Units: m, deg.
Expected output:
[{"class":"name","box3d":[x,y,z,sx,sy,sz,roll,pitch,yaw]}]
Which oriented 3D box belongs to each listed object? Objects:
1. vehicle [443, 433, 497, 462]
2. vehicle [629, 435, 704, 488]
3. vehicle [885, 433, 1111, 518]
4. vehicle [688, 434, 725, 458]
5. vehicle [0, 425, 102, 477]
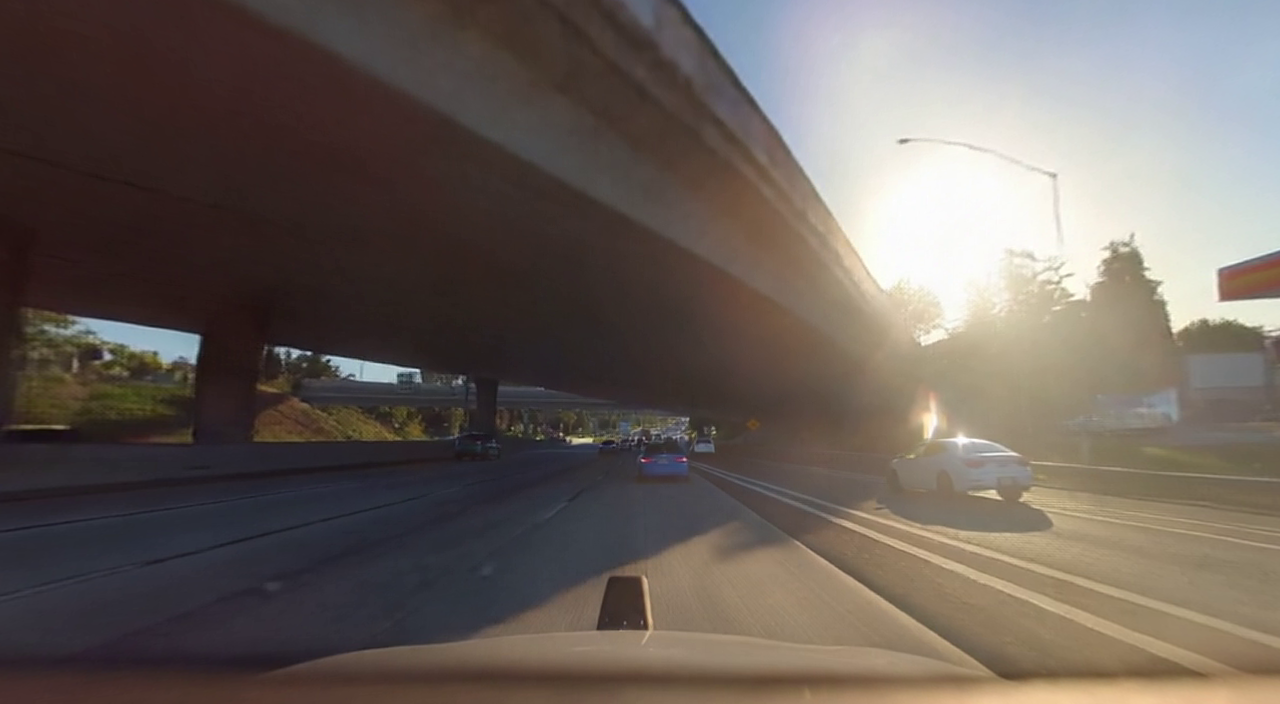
[{"class":"vehicle","box3d":[-10.331,5.847,38.633,1.950,1.664,4.403,0,-8,1]},{"class":"vehicle","box3d":[0.742,3.404,19.842,2.113,1.464,4.073,0,-8,0]},{"class":"vehicle","box3d":[7.081,2.472,13.172,2.030,1.442,4.358,0,-8,-2]},{"class":"vehicle","box3d":[5.003,7.170,48.096,2.261,1.781,4.709,0,-8,-1]},{"class":"vehicle","box3d":[-21.362,3.365,21.555,1.901,1.635,4.548,0,-8,0]}]
